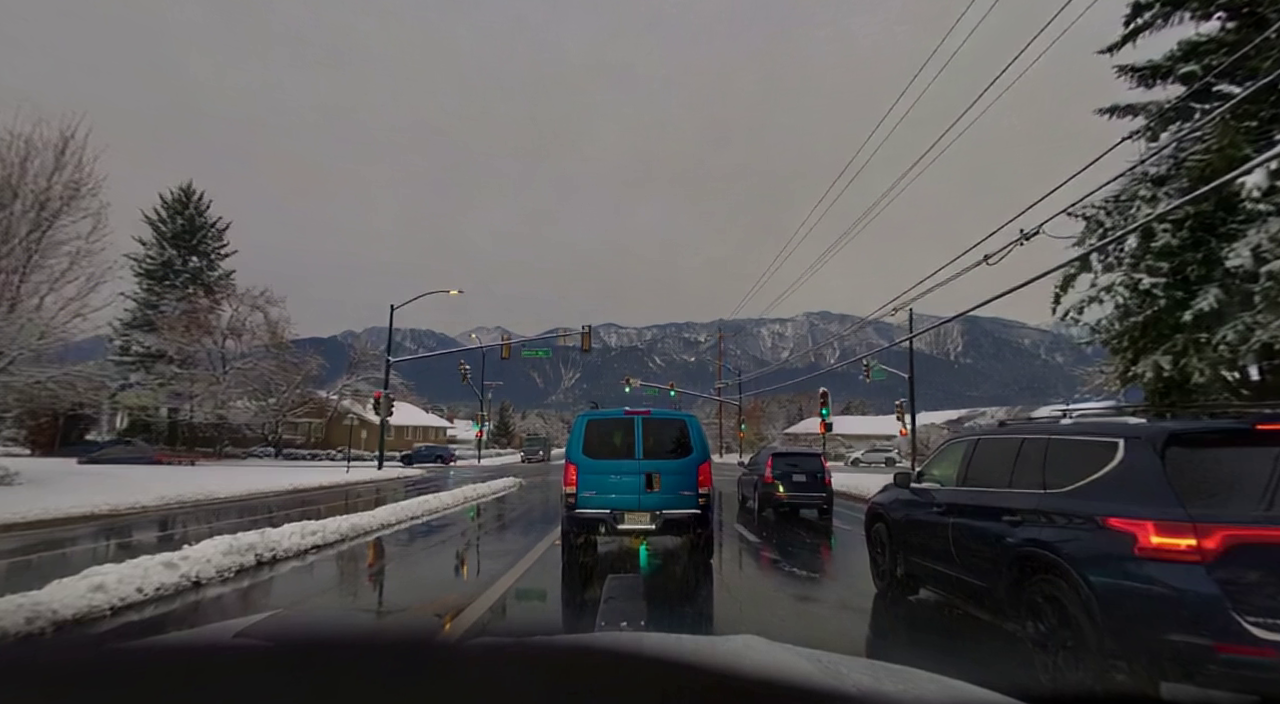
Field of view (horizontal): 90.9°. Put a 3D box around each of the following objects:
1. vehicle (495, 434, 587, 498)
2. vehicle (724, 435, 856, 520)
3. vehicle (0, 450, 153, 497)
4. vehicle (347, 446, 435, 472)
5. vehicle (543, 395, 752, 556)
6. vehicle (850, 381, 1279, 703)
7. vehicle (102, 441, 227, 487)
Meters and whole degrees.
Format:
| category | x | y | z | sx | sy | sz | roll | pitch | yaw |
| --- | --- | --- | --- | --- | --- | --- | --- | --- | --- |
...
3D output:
| category | x | y | z | sx | sy | sz | roll | pitch | yaw |
| --- | --- | --- | --- | --- | --- | --- | --- | --- | --- |
| vehicle | -2.937 | 3.494 | 19.715 | 2.059 | 1.749 | 4.458 | 0 | -8 | 1 |
| vehicle | 3.253 | 2.801 | 14.649 | 1.957 | 1.646 | 4.355 | 0 | -8 | 0 |
| vehicle | -20.083 | 4.218 | 22.321 | 1.830 | 1.436 | 4.771 | 0 | -9 | 1 |
| vehicle | -15.511 | 6.662 | 39.341 | 4.644 | 1.533 | 2.005 | -1 | -9 | 9 |
| vehicle | 0.063 | 1.939 | 10.599 | 2.636 | 2.011 | 5.130 | 0 | -8 | -1 |
| vehicle | 3.436 | 1.278 | 4.669 | 2.155 | 1.658 | 4.721 | 0 | -8 | 0 |
| vehicle | -20.424 | 4.794 | 27.391 | 1.996 | 1.809 | 4.699 | 1 | -8 | -4 |
